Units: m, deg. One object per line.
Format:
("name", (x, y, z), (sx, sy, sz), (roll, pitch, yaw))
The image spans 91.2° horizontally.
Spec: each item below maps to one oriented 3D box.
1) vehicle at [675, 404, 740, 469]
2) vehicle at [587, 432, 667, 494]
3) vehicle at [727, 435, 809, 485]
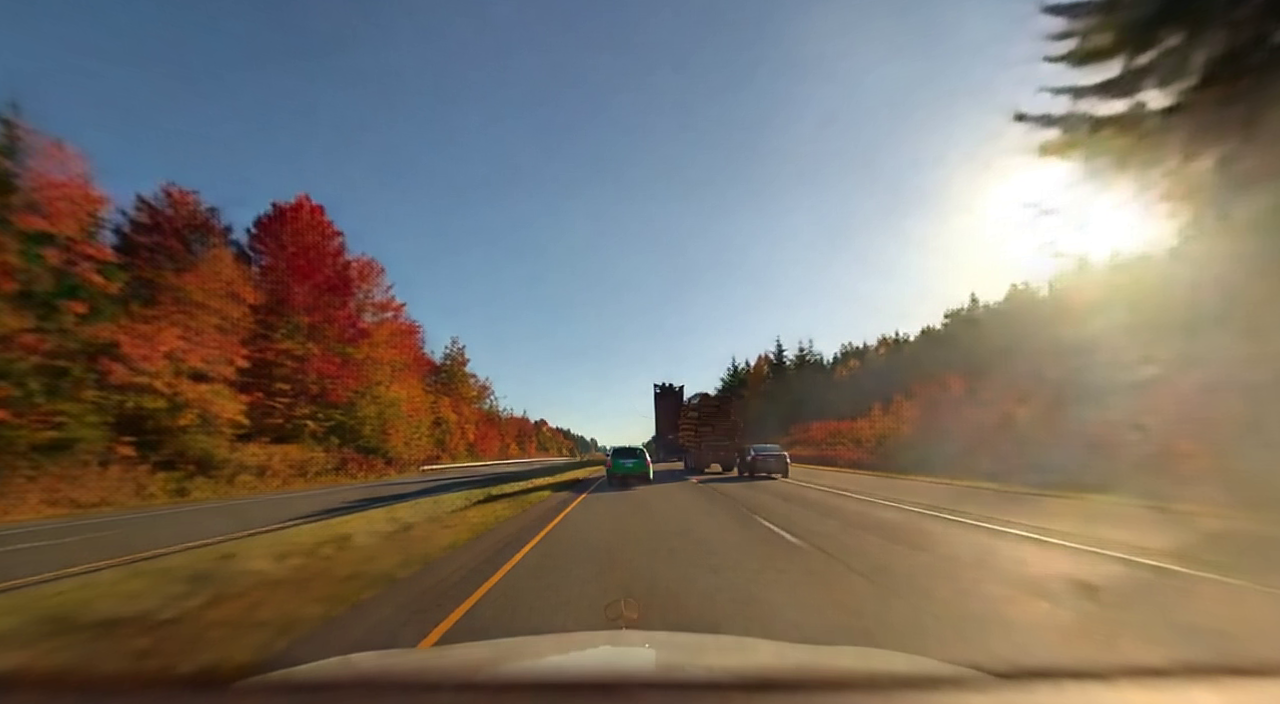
("vehicle", (4.317, 5.740, 42.259), (3.125, 3.895, 8.461), (0, -9, -2))
("vehicle", (-0.401, 3.435, 19.665), (2.263, 1.699, 3.936), (0, -9, -1))
("vehicle", (4.693, 4.041, 23.721), (2.057, 1.660, 4.525), (0, -9, -1))
